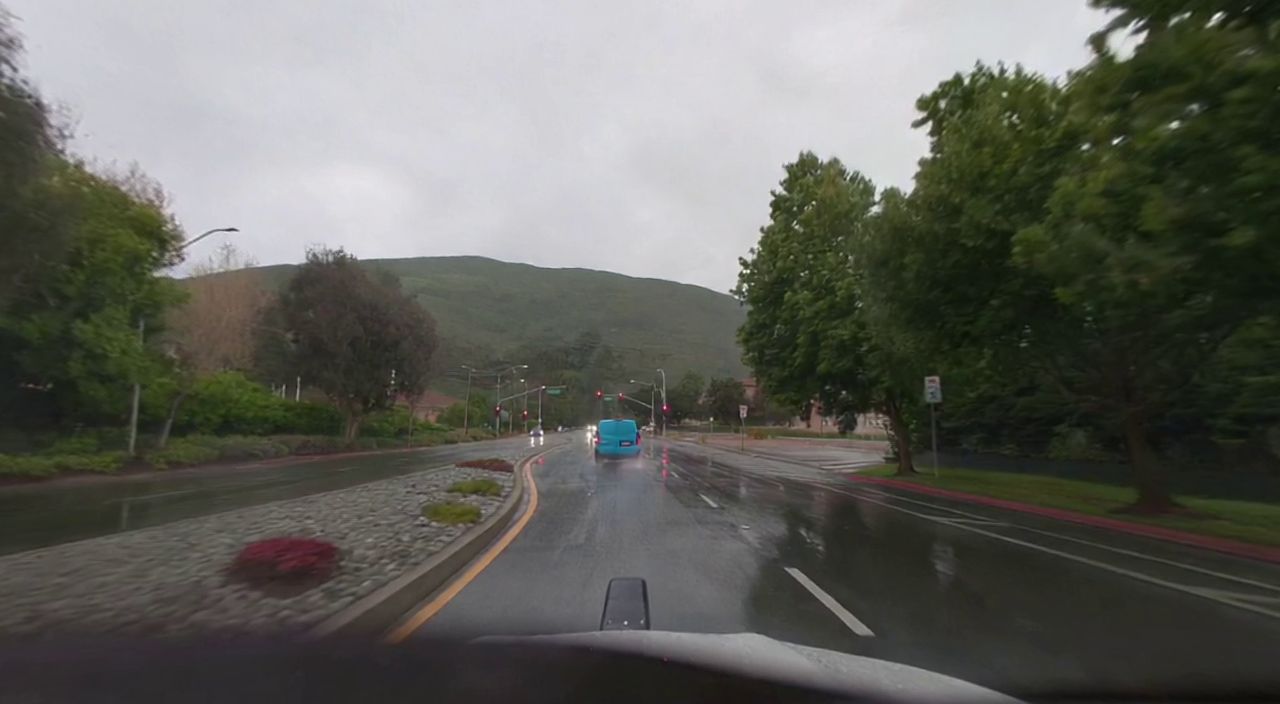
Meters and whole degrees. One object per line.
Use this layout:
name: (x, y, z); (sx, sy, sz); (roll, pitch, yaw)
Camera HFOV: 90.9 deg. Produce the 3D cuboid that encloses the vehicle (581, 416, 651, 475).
vehicle: (-0.849, 3.261, 21.980); (2.185, 1.822, 4.391); (0, -8, -3)
